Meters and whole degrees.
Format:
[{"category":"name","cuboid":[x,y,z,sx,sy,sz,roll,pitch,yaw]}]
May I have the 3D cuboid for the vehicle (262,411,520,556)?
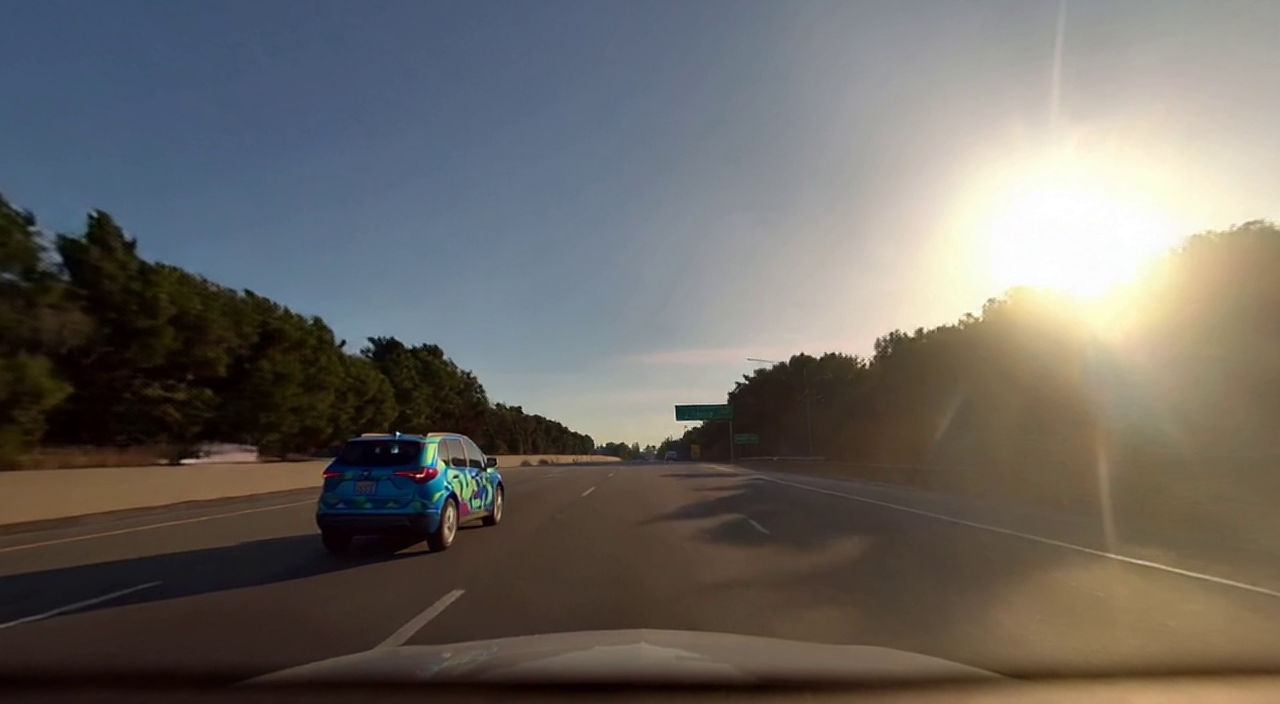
[{"category":"vehicle","cuboid":[-3.594,2.003,10.355,2.183,1.803,4.685,0,-8,2]}]
